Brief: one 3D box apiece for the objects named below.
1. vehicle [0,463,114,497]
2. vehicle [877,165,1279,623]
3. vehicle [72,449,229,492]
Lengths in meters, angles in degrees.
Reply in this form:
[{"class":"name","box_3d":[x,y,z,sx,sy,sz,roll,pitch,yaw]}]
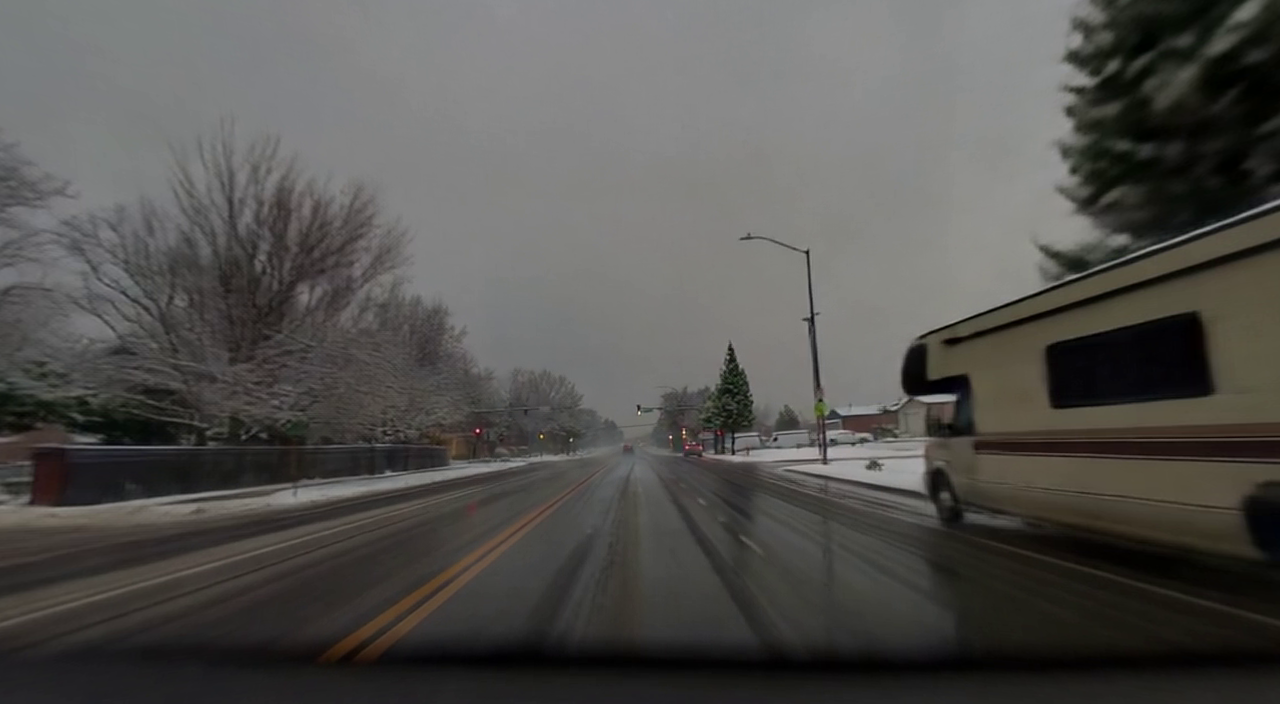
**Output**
[{"class":"vehicle","box_3d":[-28.102,6.055,30.097,4.501,1.415,1.806,7,-11,-37]},{"class":"vehicle","box_3d":[6.046,0.669,6.993,2.944,3.252,9.712,0,-9,-1]},{"class":"vehicle","box_3d":[-26.561,6.379,34.570,6.500,1.985,2.363,6,-10,-38]}]
